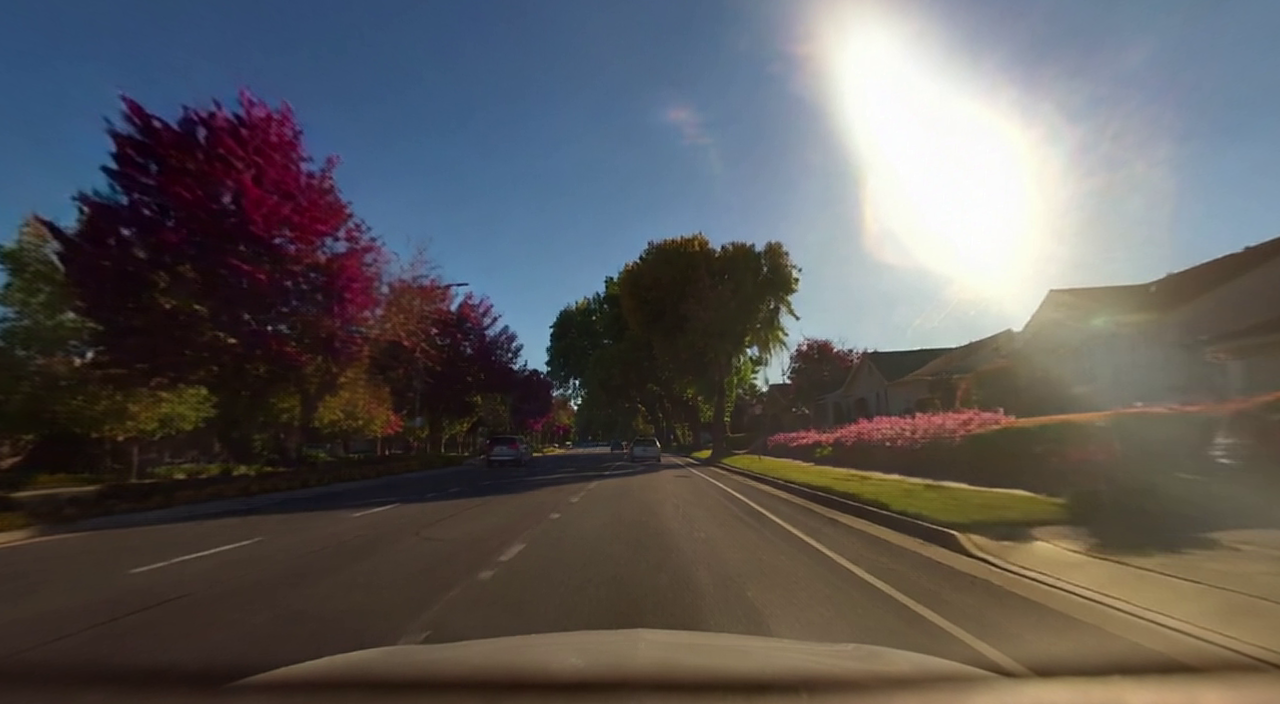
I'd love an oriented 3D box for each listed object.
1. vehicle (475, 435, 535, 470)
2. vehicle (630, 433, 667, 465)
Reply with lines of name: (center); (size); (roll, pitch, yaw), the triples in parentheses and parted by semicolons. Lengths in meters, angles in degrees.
vehicle: (-6.757, 5.112, 32.226); (1.993, 1.657, 4.487); (0, -8, 1)
vehicle: (0.508, 5.726, 37.393); (2.070, 1.764, 4.552); (0, -8, 1)
